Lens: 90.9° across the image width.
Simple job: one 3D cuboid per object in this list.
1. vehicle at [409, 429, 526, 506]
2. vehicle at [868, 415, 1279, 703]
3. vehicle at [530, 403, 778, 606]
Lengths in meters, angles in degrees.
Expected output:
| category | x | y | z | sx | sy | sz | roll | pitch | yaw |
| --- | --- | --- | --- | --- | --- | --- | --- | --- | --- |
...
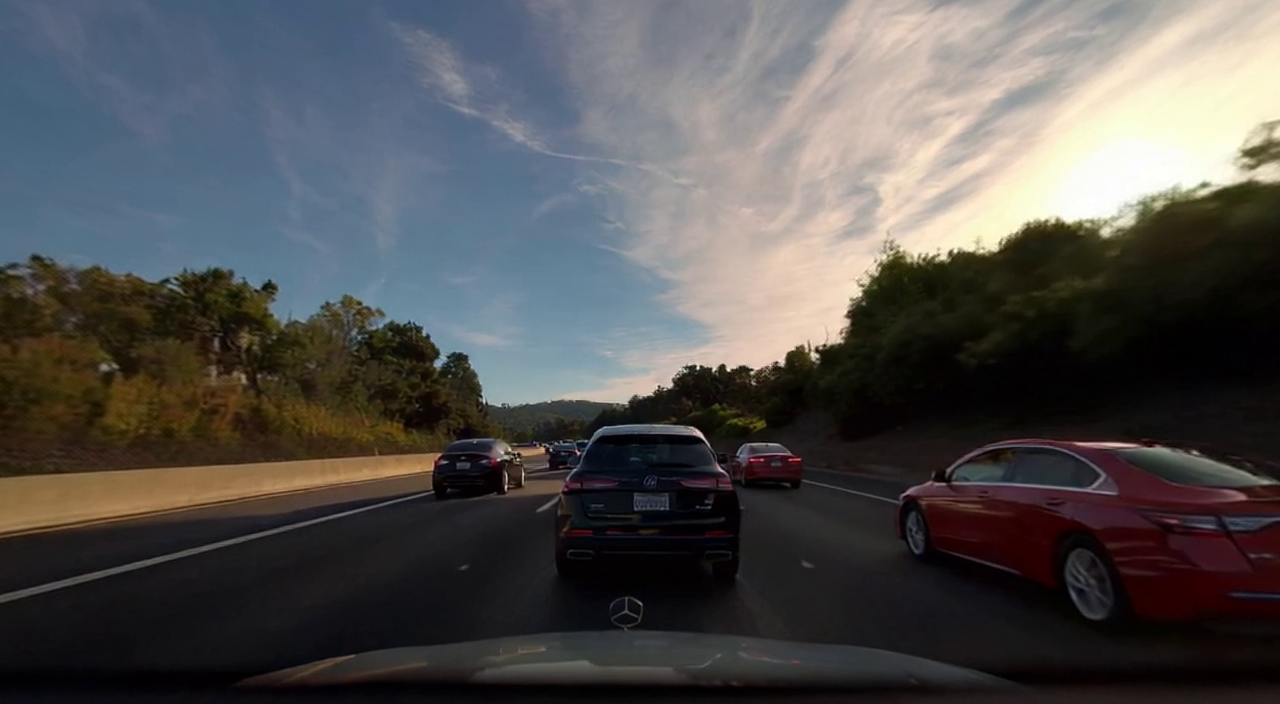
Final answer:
| category | x | y | z | sx | sy | sz | roll | pitch | yaw |
| --- | --- | --- | --- | --- | --- | --- | --- | --- | --- |
| vehicle | -4.245 | 2.906 | 16.182 | 1.890 | 1.708 | 3.844 | 0 | -9 | 0 |
| vehicle | 3.716 | 1.362 | 5.170 | 1.953 | 1.434 | 4.511 | 0 | -9 | -1 |
| vehicle | 0.079 | 1.579 | 7.296 | 2.093 | 1.695 | 3.782 | 0 | -9 | -1 |
